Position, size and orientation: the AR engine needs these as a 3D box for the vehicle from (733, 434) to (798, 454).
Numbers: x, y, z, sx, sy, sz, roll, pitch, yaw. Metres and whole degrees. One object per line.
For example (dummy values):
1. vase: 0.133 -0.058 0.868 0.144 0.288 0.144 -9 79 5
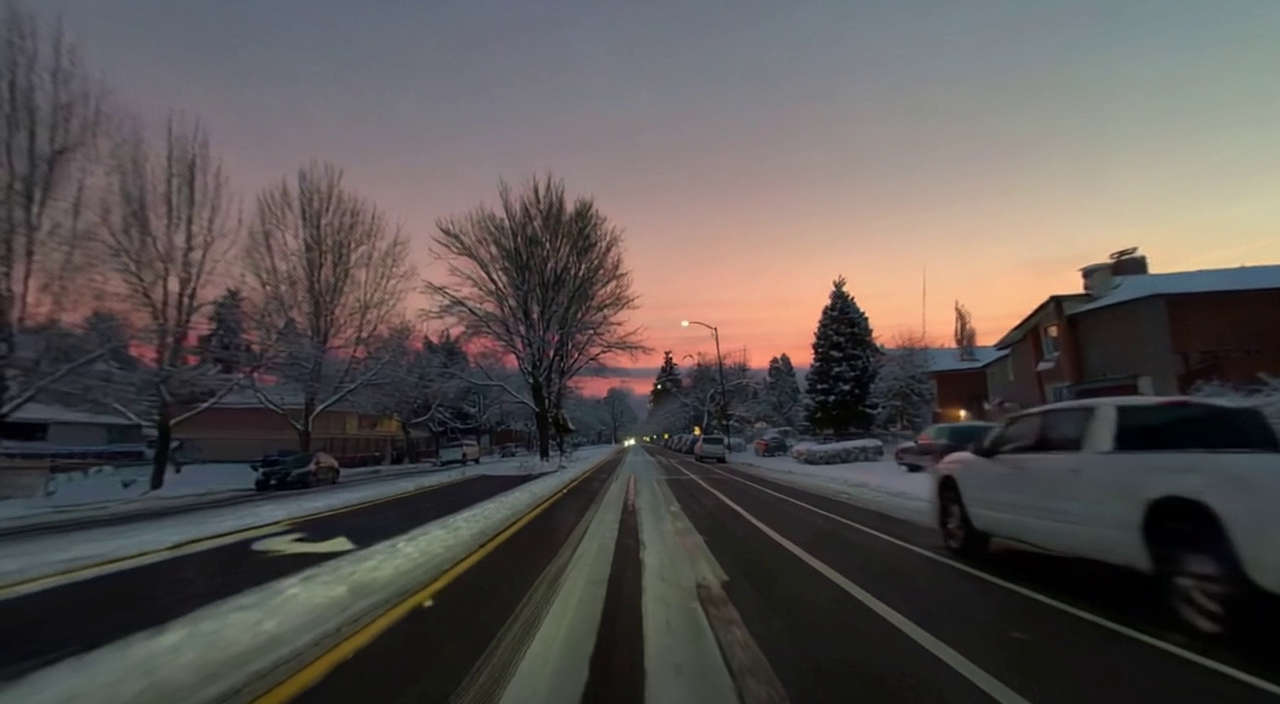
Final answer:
1. vehicle: 9.488 7.011 48.163 4.501 1.502 1.975 0 -8 -1

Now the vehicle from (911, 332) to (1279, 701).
1. vehicle: 4.400 1.023 4.504 2.293 1.858 5.868 0 -8 0

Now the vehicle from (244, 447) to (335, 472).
1. vehicle: -21.761 6.663 39.319 4.413 1.477 2.100 0 -8 1

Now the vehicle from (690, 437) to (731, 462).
1. vehicle: 4.198 5.885 38.247 1.970 1.455 4.233 0 -8 -1
